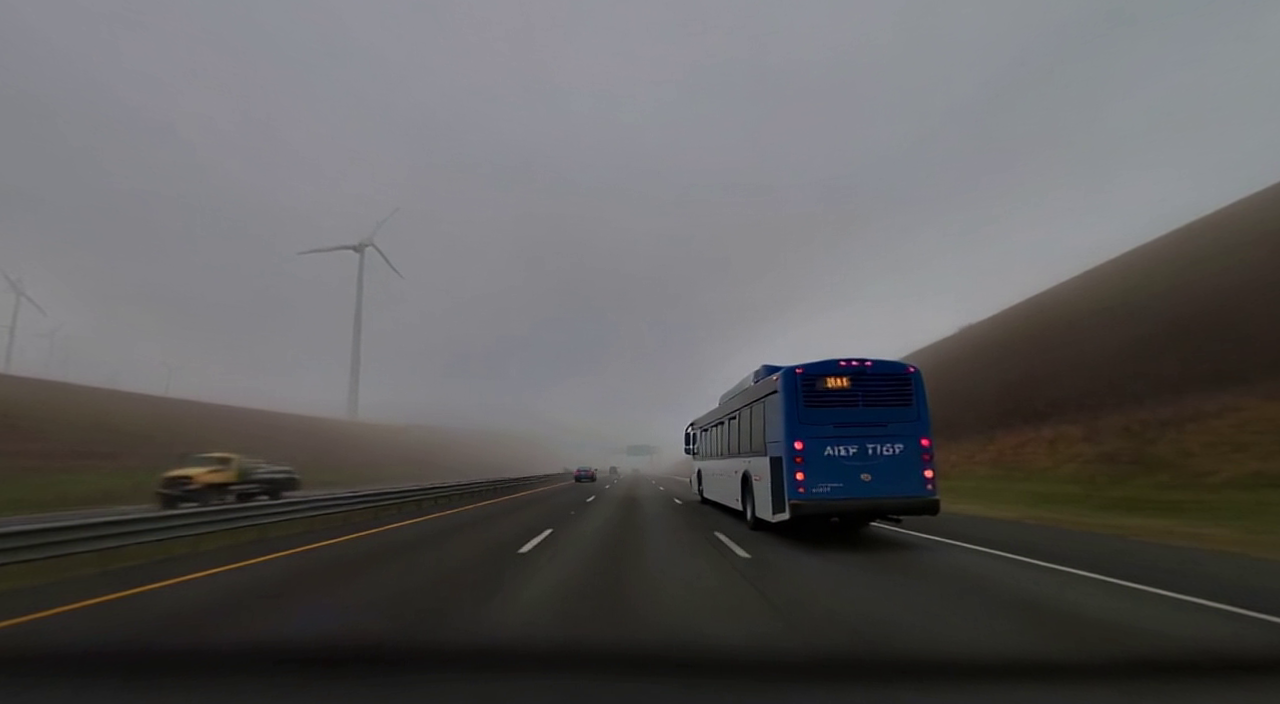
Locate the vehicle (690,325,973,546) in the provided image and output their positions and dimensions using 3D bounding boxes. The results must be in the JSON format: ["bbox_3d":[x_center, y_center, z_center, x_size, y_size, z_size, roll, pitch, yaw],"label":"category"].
[{"bbox_3d":[3.644,2.628,17.460,2.941,3.574,14.463,1,-10,-2],"label":"vehicle"}]

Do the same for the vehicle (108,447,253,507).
[{"bbox_3d":[-19.027,5.215,26.474,2.342,2.255,4.846,1,-10,0],"label":"vehicle"}]
